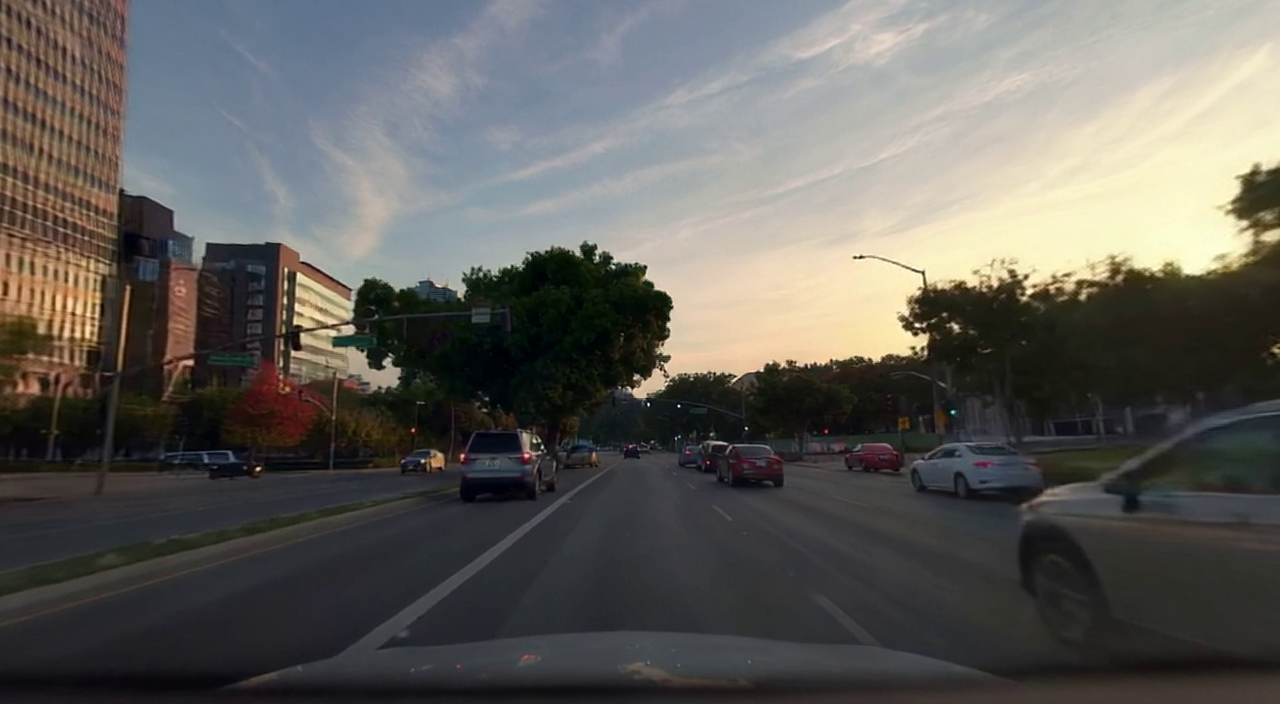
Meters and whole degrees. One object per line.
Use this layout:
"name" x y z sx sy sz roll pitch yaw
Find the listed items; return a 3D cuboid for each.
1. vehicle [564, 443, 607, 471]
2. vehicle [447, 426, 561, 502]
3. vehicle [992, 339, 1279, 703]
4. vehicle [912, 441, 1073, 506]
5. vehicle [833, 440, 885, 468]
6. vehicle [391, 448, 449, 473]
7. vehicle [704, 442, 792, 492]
"vehicle" -3.001 5.899 35.674 2.032 1.442 4.336 0 -9 0
"vehicle" -3.512 2.982 17.142 2.155 1.797 3.989 0 -9 1
"vehicle" 3.673 0.767 2.184 2.152 1.742 4.704 0 -9 0
"vehicle" 9.079 3.146 16.779 1.884 1.478 4.164 0 -9 0
"vehicle" 13.644 6.300 39.249 2.173 1.614 4.335 -5 -10 29
"vehicle" -14.099 6.958 40.821 1.919 1.475 4.467 -1 -9 4
"vehicle" 3.472 3.806 21.305 2.054 1.473 4.511 0 -9 -2
